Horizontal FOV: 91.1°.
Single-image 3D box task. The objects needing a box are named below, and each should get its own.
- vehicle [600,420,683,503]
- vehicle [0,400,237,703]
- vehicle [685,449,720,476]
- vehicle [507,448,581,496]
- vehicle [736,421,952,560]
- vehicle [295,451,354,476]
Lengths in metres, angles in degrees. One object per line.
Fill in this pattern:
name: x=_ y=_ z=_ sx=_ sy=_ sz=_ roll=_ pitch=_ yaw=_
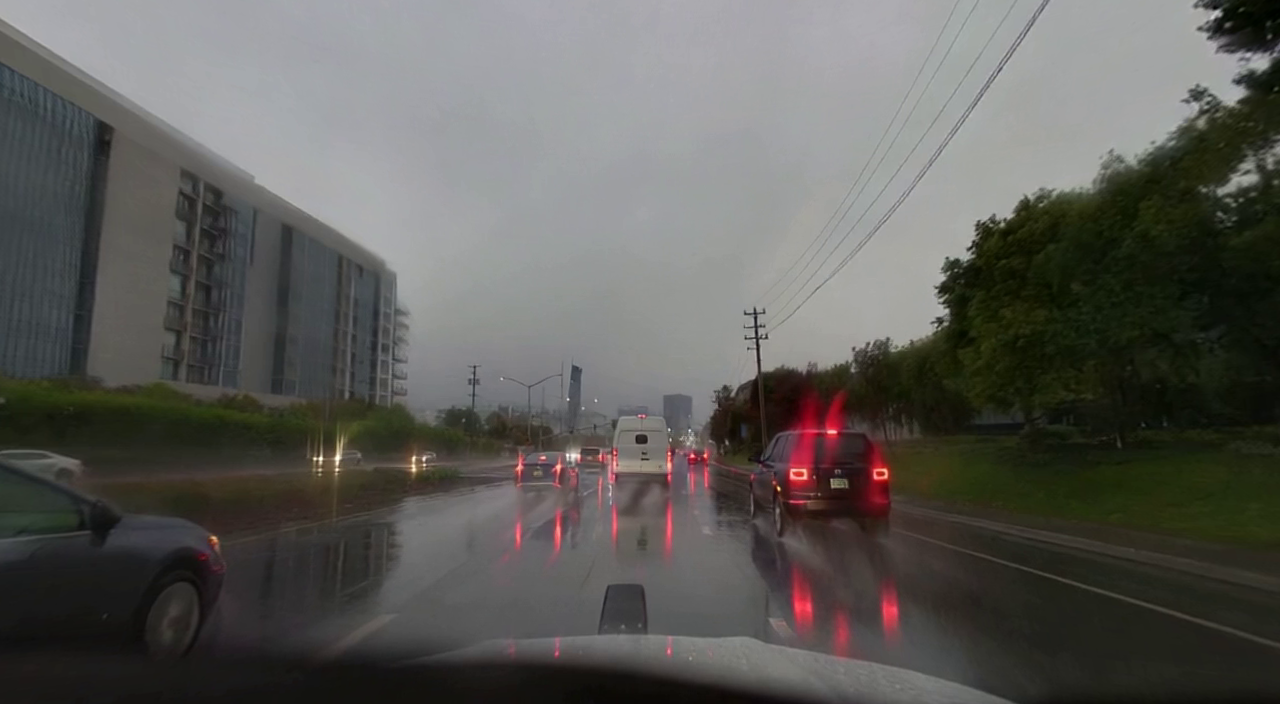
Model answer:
vehicle: x=0.187 y=3.666 z=21.487 sx=2.457 sy=2.440 sz=5.486 roll=0 pitch=-9 yaw=3
vehicle: x=-3.605 y=0.958 z=2.117 sx=1.934 sy=1.643 sz=3.718 roll=0 pitch=-9 yaw=1
vehicle: x=4.178 y=7.446 z=42.585 sx=2.092 sy=1.696 sz=4.218 roll=0 pitch=-9 yaw=1
vehicle: x=-3.456 y=4.411 z=23.522 sx=1.984 sy=1.567 sz=4.311 roll=0 pitch=-9 yaw=2
vehicle: x=3.180 y=2.259 z=11.008 sx=2.283 sy=1.923 sz=4.427 roll=0 pitch=-9 yaw=0
vehicle: x=-24.918 y=8.821 z=49.767 sx=2.327 sy=1.797 sz=4.963 roll=0 pitch=-9 yaw=-3
